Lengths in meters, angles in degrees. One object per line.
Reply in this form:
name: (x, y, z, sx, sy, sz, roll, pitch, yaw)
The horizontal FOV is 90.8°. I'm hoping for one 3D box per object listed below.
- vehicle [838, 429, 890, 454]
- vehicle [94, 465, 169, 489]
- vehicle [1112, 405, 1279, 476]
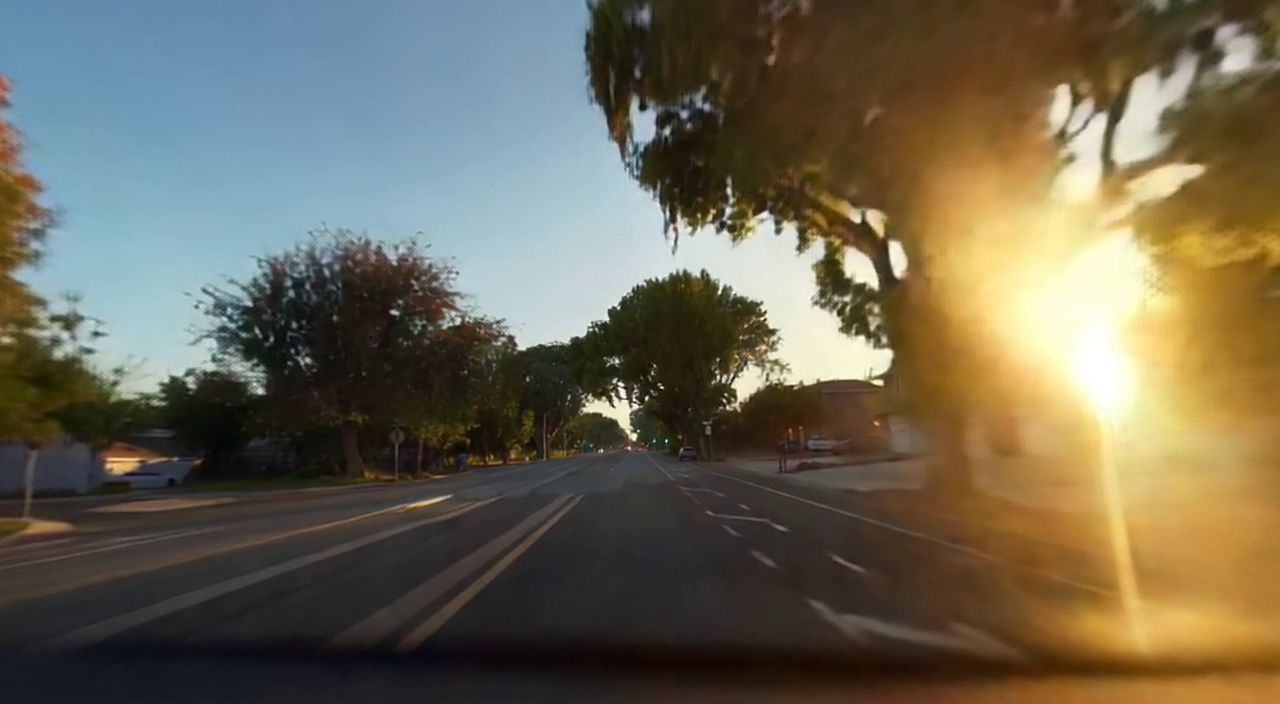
vehicle: (15.030, 6.095, 42.698, 1.908, 1.610, 4.582, 0, -9, 2)
vehicle: (-34.122, 8.386, 42.530, 1.774, 1.430, 4.131, 0, -9, -5)
vehicle: (16.281, 2.374, 17.394, 4.843, 1.594, 2.127, -4, -9, -3)
